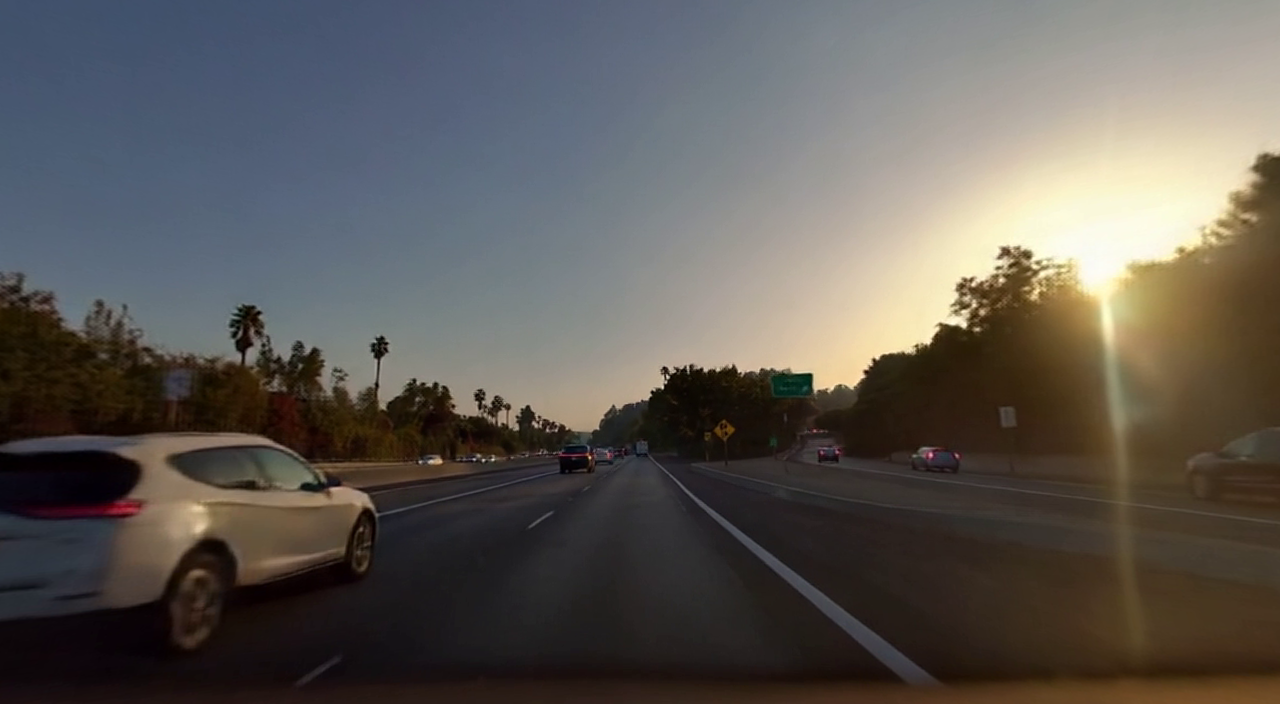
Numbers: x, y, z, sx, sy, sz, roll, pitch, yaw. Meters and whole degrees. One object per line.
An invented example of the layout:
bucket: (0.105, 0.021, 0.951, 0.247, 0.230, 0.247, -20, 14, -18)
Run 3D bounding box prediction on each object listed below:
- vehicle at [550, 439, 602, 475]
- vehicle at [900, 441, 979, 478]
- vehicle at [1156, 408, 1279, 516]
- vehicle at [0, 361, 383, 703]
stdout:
vehicle: (-3.676, 6.208, 37.328, 2.420, 1.937, 5.916, 0, -9, 0)
vehicle: (15.563, 5.582, 33.030, 1.991, 1.755, 4.836, -1, -9, 4)
vehicle: (13.930, 2.248, 12.938, 2.330, 2.132, 5.338, -1, -9, 5)
vehicle: (-3.939, 1.176, 4.454, 2.162, 1.747, 4.791, 0, -9, 1)
